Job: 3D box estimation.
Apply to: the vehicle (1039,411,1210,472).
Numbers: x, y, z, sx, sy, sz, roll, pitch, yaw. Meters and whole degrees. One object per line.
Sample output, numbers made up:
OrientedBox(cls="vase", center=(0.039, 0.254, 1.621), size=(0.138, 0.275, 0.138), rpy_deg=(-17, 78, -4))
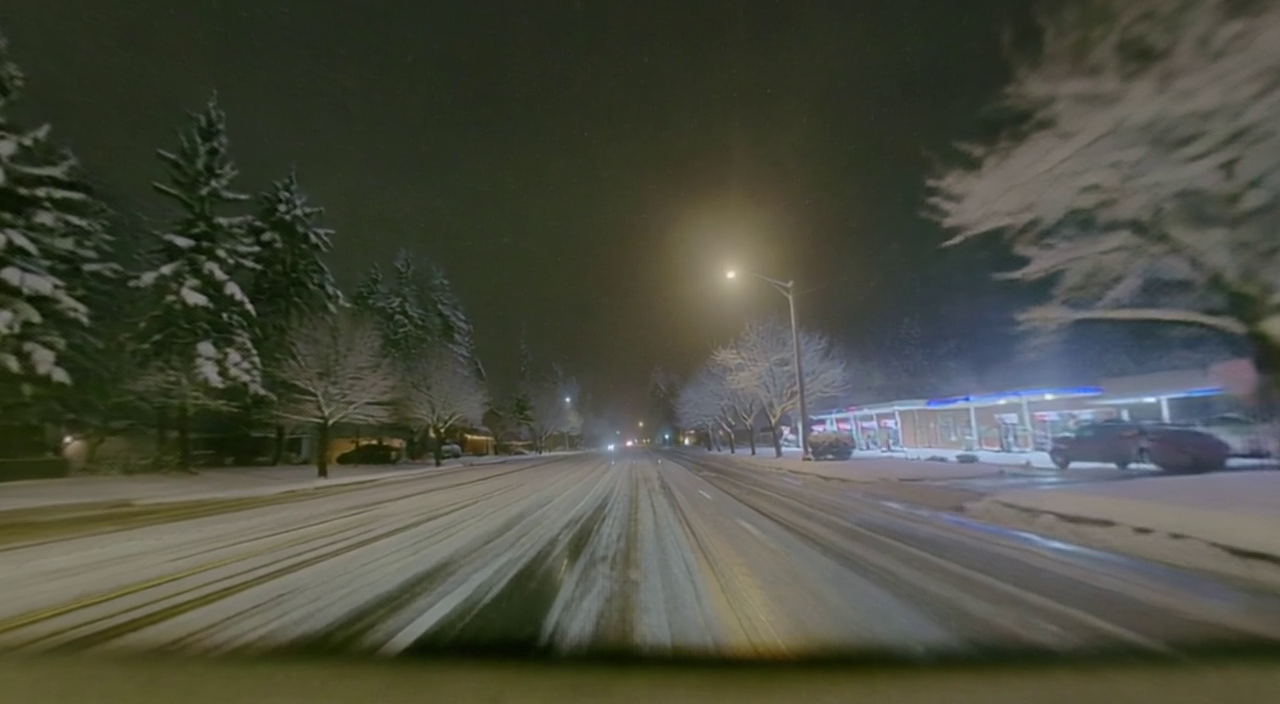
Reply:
OrientedBox(cls="vehicle", center=(17.366, 3.231, 23.093), size=(2.314, 1.921, 5.069), rpy_deg=(-1, -7, 2))
